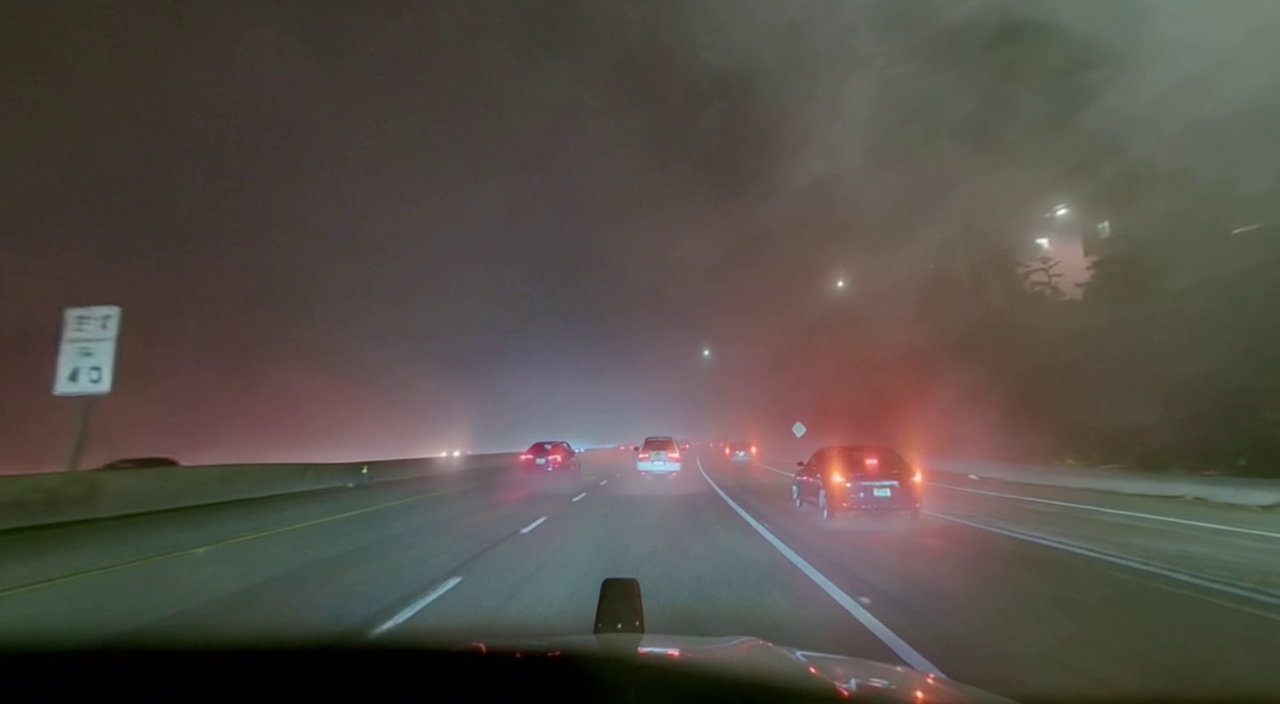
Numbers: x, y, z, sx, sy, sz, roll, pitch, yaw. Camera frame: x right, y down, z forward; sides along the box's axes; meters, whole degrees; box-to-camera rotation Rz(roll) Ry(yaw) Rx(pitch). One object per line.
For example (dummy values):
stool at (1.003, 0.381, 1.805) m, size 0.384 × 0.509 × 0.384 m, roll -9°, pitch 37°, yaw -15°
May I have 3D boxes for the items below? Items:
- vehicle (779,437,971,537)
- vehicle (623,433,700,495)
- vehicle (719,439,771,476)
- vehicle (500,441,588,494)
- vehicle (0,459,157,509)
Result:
vehicle at (4.128, 2.423, 11.976) m, size 1.999 × 1.514 × 4.338 m, roll 0°, pitch -9°, yaw 1°
vehicle at (0.671, 3.488, 19.984) m, size 2.181 × 1.728 × 3.970 m, roll 0°, pitch -9°, yaw 2°
vehicle at (5.322, 5.410, 32.538) m, size 2.063 × 1.710 × 4.591 m, roll 0°, pitch -9°, yaw 2°
vehicle at (-2.981, 3.684, 20.466) m, size 2.012 × 1.495 × 4.169 m, roll 0°, pitch -9°, yaw 3°
vehicle at (-20.424, 4.727, 22.967) m, size 2.031 × 1.551 × 4.268 m, roll 0°, pitch -9°, yaw 3°
